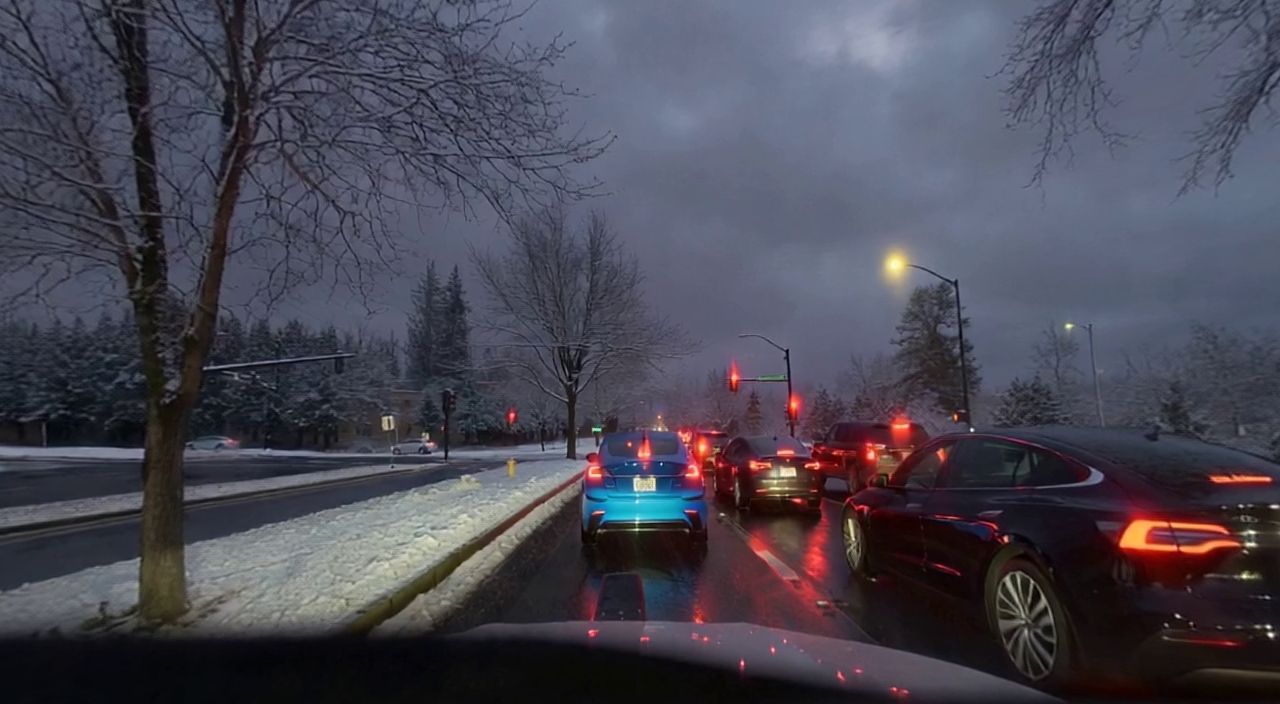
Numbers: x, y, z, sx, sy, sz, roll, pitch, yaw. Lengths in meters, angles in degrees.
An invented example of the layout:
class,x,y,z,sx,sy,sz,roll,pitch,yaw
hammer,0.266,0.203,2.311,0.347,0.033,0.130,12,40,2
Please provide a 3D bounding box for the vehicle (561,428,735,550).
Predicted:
class,x,y,z,sx,sy,sz,roll,pitch,yaw
vehicle,0.036,2.014,10.014,2.147,1.499,4.240,0,-8,-2

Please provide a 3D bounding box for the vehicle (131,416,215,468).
class,x,y,z,sx,sy,sz,roll,pitch,yaw
vehicle,-29.256,5.657,39.706,2.608,2.990,3.026,2,-8,1

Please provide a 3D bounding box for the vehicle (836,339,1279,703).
class,x,y,z,sx,sy,sz,roll,pitch,yaw
vehicle,3.182,1.109,4.305,2.167,1.676,4.443,0,-8,-1

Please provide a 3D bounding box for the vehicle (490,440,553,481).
class,x,y,z,sx,sy,sz,roll,pitch,yaw
vehicle,-4.630,4.284,25.265,1.972,1.457,4.171,0,-8,-4

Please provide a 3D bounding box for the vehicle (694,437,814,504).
class,x,y,z,sx,sy,sz,roll,pitch,yaw
vehicle,2.697,2.920,16.035,2.058,1.466,4.208,0,-8,-3
